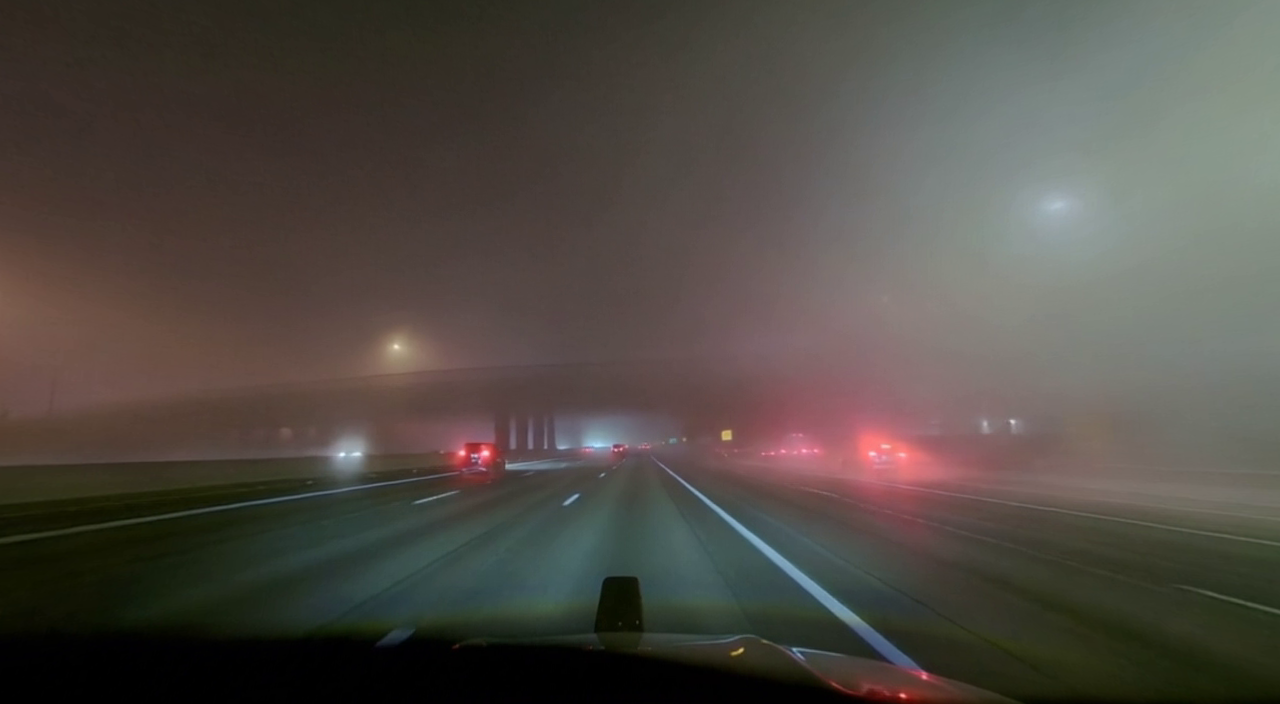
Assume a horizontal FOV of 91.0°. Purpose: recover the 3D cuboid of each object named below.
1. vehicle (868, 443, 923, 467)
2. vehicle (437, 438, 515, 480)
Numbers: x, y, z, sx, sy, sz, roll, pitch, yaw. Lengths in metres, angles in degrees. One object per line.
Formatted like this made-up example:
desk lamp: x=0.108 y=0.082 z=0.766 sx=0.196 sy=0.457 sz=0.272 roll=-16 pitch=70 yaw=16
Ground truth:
vehicle: x=17.756 y=7.164 z=43.965 sx=1.884 sy=1.567 sz=4.692 roll=0 pitch=-8 yaw=0
vehicle: x=-6.487 y=4.272 z=25.382 sx=1.985 sy=1.513 sz=4.172 roll=0 pitch=-8 yaw=1
